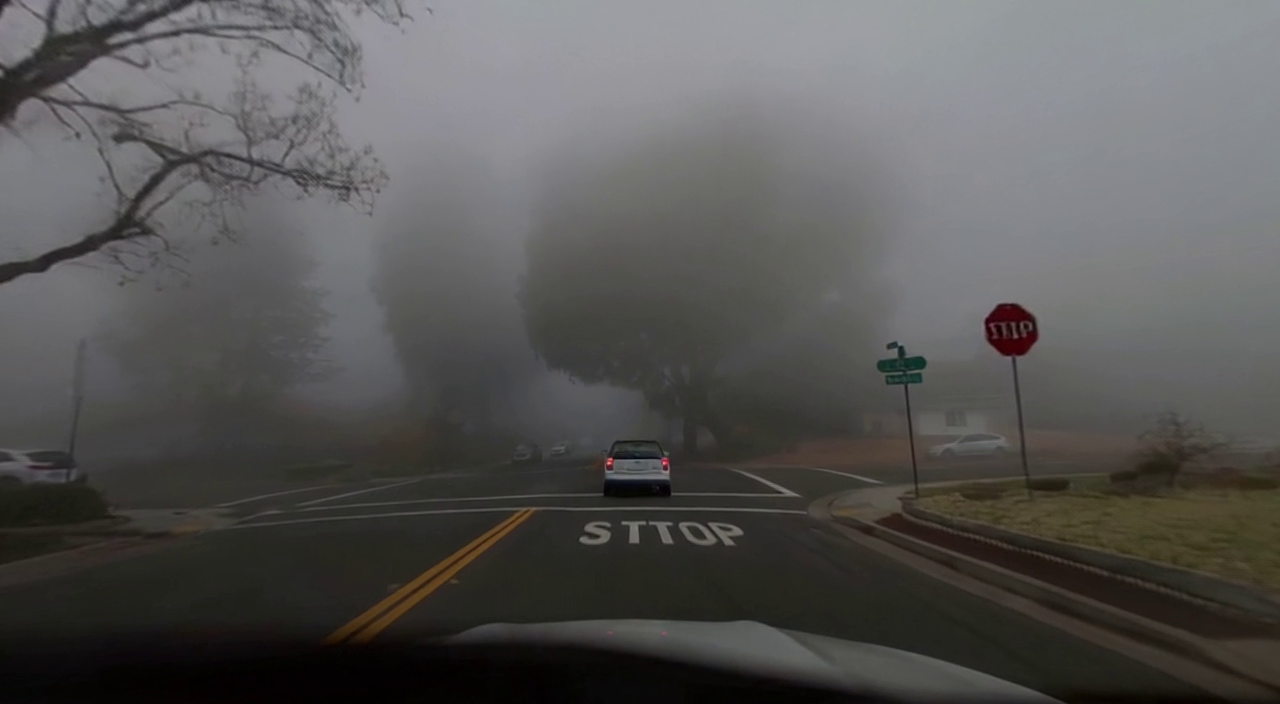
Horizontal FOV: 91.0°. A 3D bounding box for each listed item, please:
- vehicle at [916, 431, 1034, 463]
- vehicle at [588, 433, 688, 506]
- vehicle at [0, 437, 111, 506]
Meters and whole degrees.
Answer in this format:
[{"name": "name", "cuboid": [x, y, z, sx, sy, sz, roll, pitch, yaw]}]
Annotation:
[{"name": "vehicle", "cuboid": [16.598, 4.725, 31.342, 4.748, 1.488, 2.029, 1, -9, -4]}, {"name": "vehicle", "cuboid": [-0.106, 2.743, 15.124, 2.043, 1.484, 4.340, 0, -9, -2]}, {"name": "vehicle", "cuboid": [-20.872, 3.924, 20.010, 5.796, 1.946, 2.391, -3, -10, -4]}]
